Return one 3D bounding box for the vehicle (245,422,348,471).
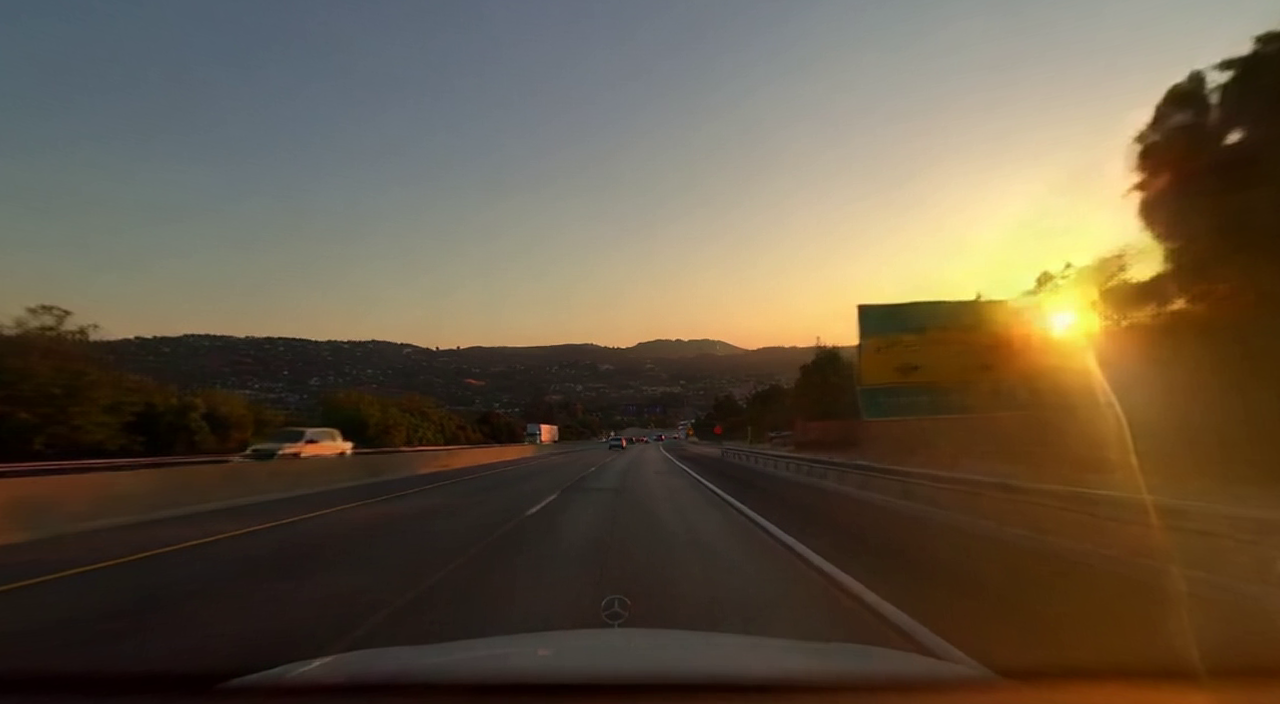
[{"bbox_3d":[-20.120,5.563,37.277,2.564,2.639,6.046,-1,-8,1],"label":"vehicle"}]

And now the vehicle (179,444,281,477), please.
[{"bbox_3d":[-20.103,5.324,31.172,1.982,1.457,4.609,0,-8,0],"label":"vehicle"}]
